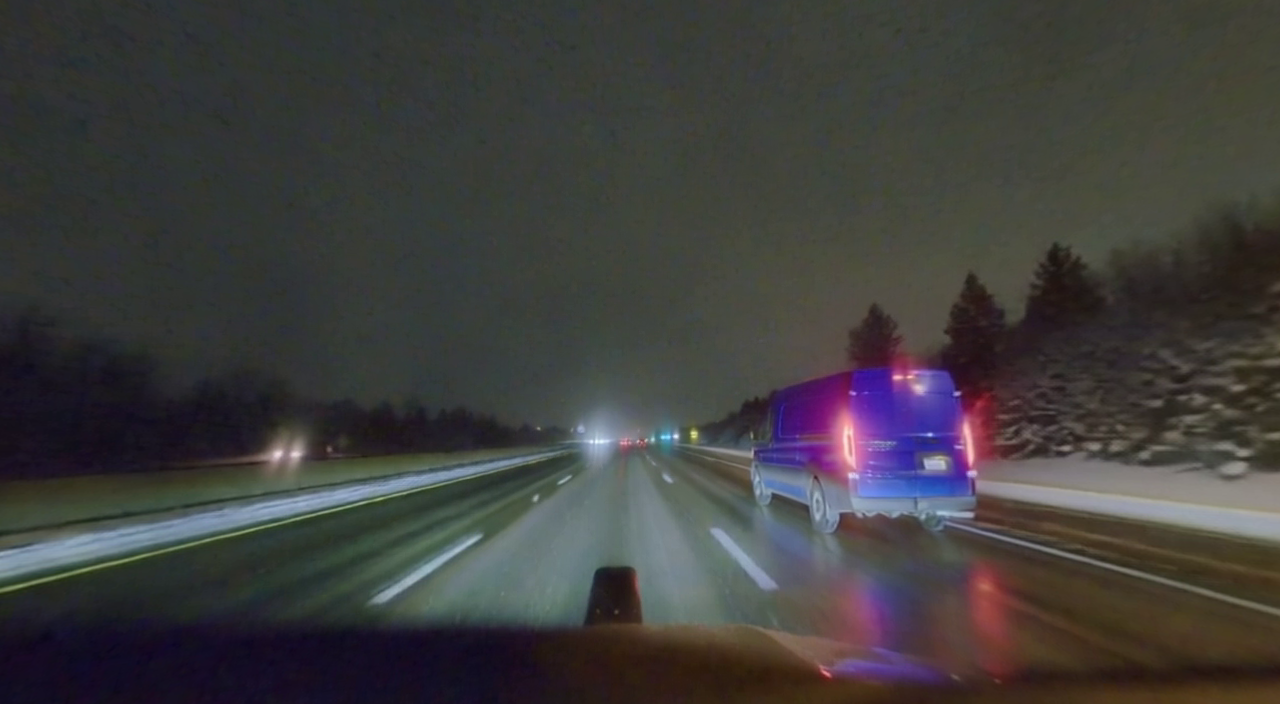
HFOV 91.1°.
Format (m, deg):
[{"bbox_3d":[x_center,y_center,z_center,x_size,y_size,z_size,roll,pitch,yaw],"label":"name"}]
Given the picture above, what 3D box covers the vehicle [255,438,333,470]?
[{"bbox_3d":[-21.112,6.229,38.676,2.002,1.778,5.078,0,-8,-1],"label":"vehicle"}]
